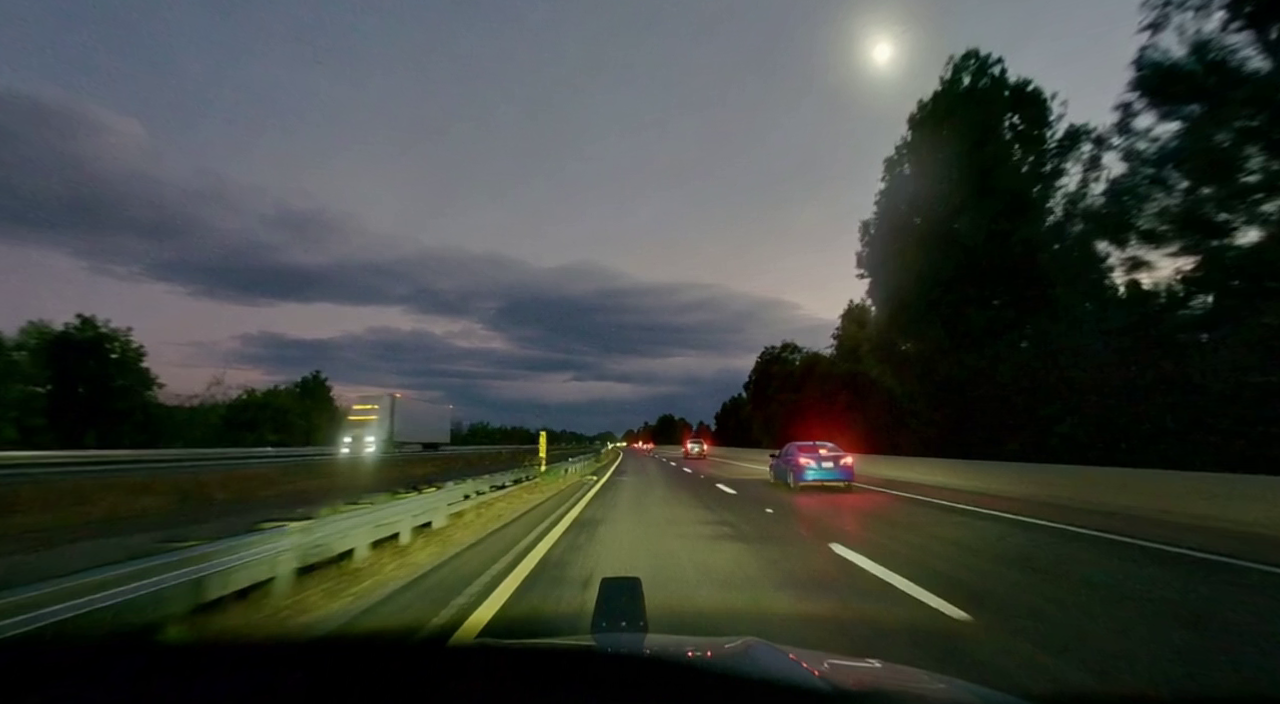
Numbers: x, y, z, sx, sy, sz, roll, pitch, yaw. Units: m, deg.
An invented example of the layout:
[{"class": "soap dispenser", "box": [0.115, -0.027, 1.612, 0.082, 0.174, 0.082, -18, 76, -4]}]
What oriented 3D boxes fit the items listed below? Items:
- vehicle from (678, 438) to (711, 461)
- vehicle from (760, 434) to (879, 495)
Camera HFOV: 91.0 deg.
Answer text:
[{"class": "vehicle", "box": [3.856, 6.994, 45.121, 1.945, 1.538, 3.729, 0, -8, -2]}, {"class": "vehicle", "box": [4.915, 3.129, 17.933, 2.072, 1.528, 4.176, 0, -8, -1]}]
